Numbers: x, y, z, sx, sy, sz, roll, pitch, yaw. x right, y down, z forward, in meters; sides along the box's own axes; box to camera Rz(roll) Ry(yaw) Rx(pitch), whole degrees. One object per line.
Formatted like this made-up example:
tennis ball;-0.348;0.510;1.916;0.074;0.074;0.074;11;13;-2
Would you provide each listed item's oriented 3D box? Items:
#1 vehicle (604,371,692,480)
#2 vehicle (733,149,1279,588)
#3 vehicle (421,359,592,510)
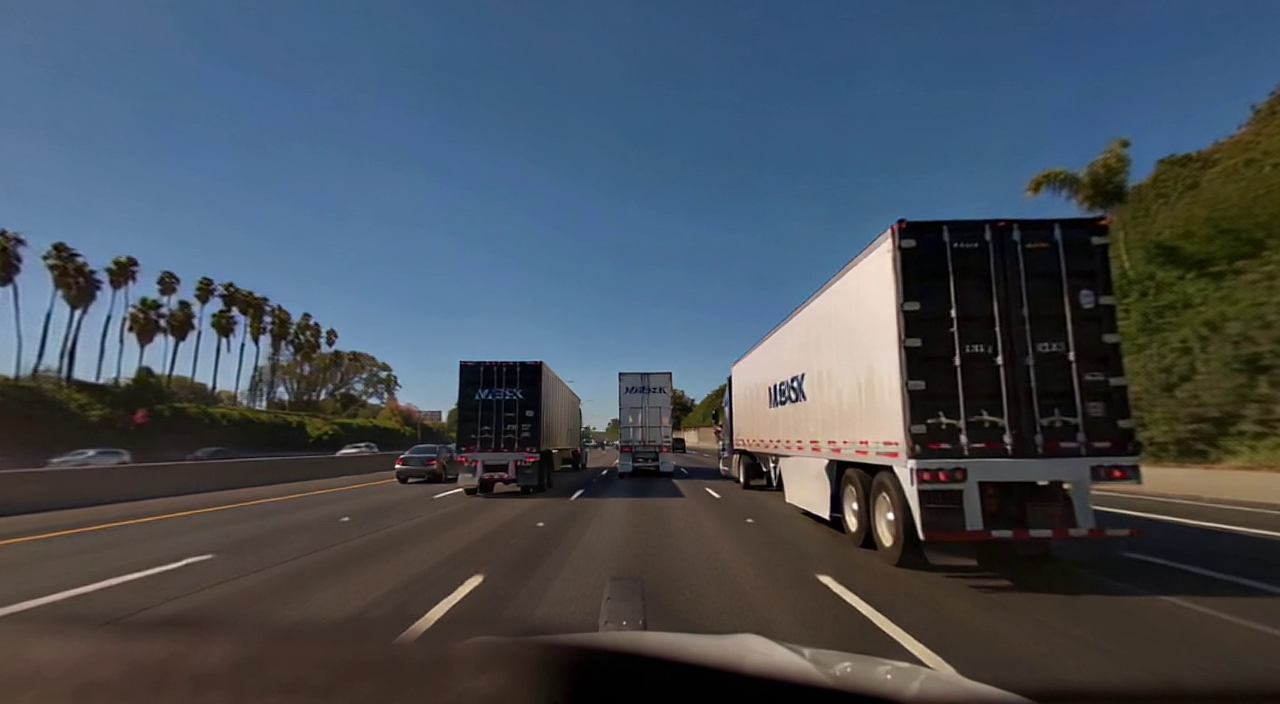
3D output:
vehicle;0.352;3.948;31.560;3.097;3.856;18.209;0;-9;0
vehicle;4.430;1.097;13.170;2.887;4.178;14.553;0;-8;0
vehicle;-3.278;2.548;19.141;2.786;3.228;11.082;0;-8;0
